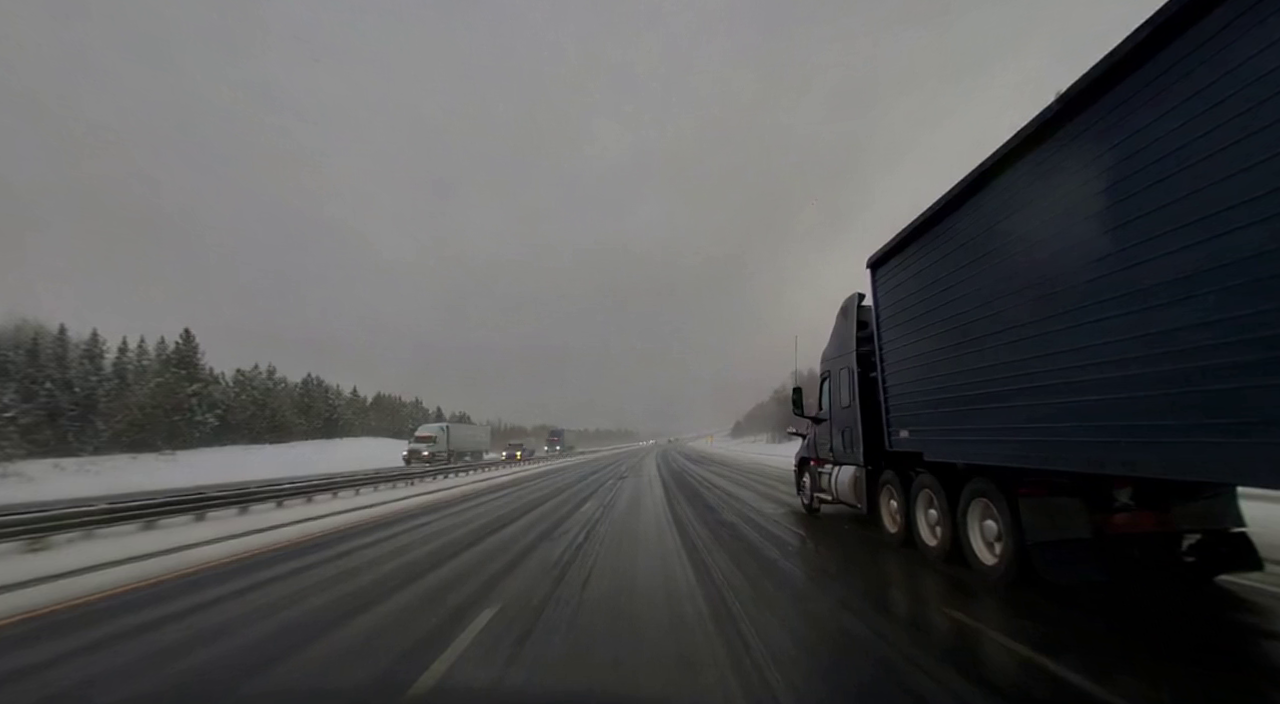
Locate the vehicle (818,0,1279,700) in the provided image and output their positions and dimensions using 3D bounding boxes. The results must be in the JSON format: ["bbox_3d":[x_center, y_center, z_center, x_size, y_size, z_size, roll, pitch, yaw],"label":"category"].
[{"bbox_3d":[4.720,-0.205,3.752,2.908,4.075,15.065,0,-9,0],"label":"vehicle"}]
